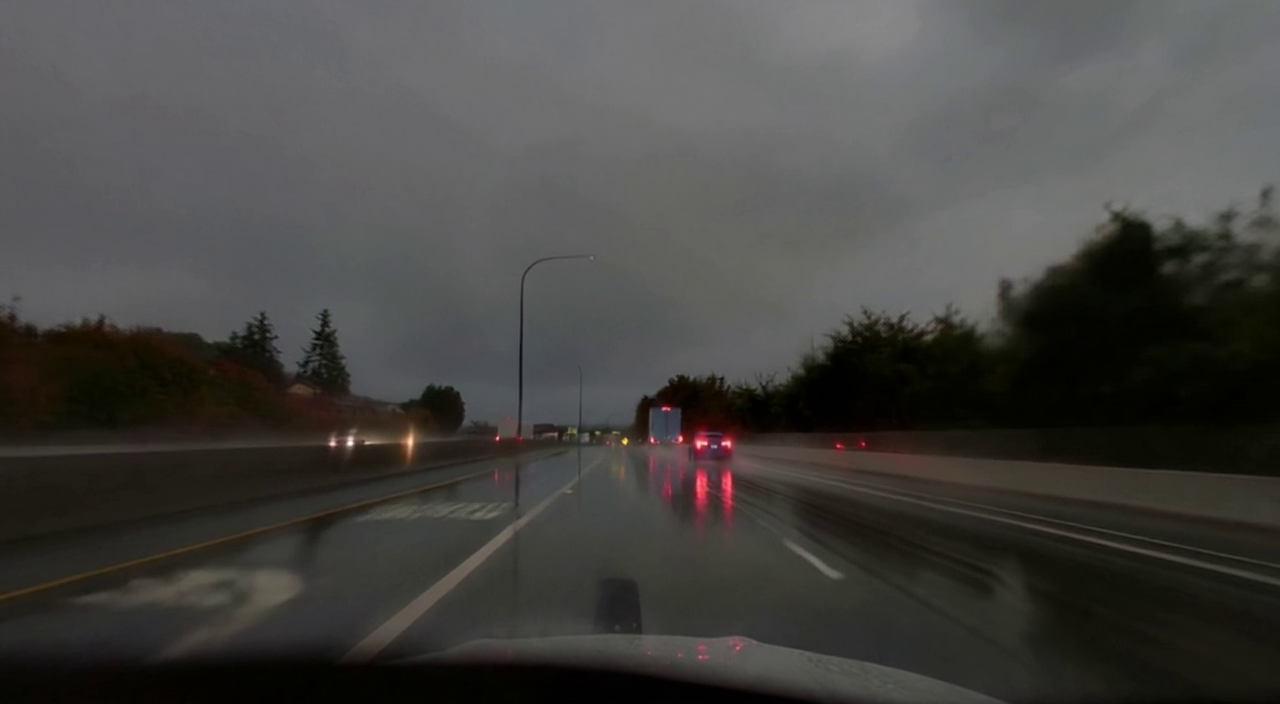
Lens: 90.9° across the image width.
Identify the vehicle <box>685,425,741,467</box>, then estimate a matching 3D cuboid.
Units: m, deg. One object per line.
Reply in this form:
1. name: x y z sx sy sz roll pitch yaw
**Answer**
1. vehicle: 3.530 4.621 31.150 2.076 1.914 4.287 0 -8 -2
